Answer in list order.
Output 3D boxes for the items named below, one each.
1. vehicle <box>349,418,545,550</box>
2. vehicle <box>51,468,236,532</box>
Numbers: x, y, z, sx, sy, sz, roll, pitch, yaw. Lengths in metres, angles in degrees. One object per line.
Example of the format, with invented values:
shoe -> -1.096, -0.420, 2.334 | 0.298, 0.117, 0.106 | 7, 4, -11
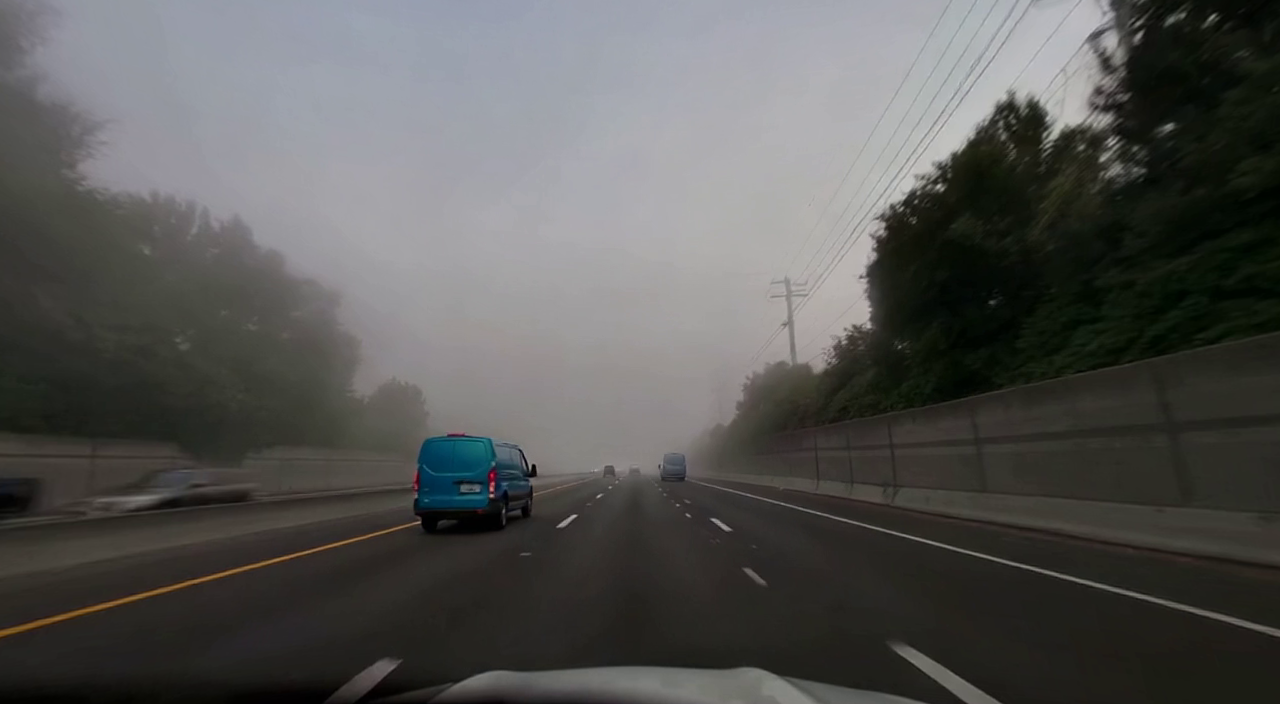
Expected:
vehicle -> -3.383, 2.497, 12.271 | 2.324, 2.008, 4.654 | 1, -10, 0
vehicle -> -12.927, 3.849, 16.760 | 1.823, 1.457, 3.720 | 1, -10, 0
